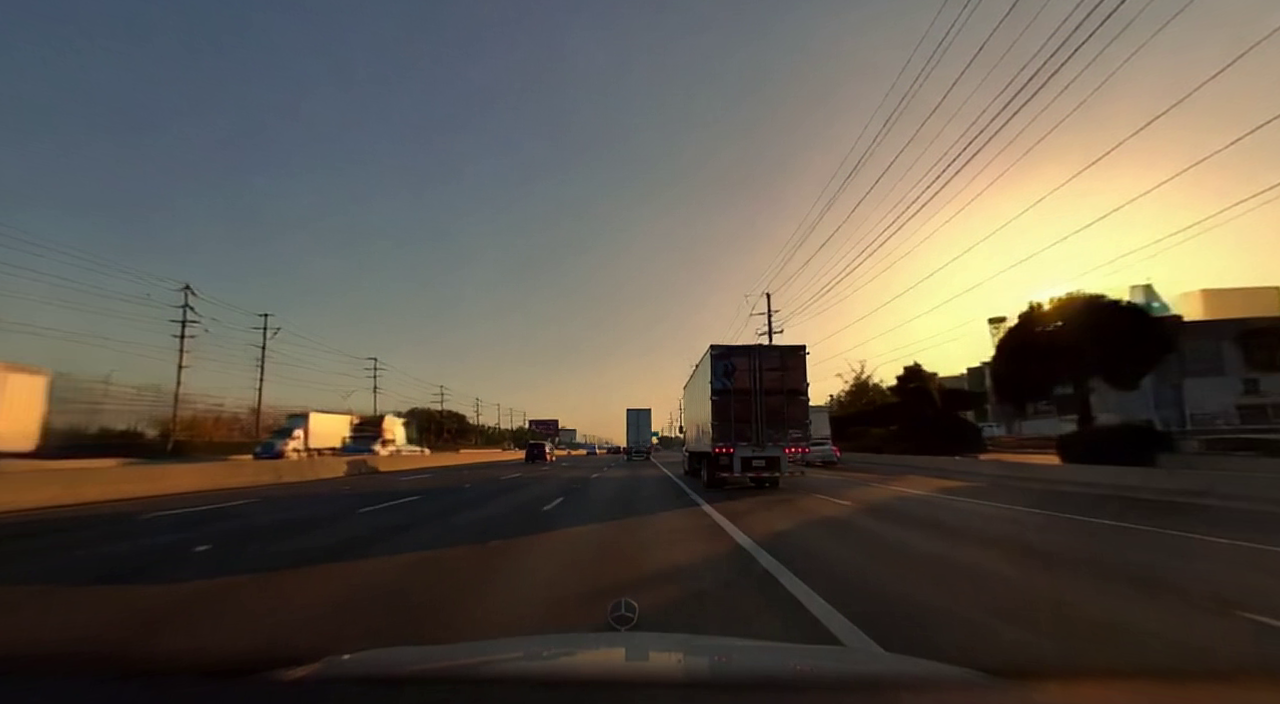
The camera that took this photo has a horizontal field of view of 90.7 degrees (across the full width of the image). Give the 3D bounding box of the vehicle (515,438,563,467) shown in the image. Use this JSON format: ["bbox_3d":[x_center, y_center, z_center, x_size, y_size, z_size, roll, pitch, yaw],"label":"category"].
[{"bbox_3d":[-7.191,7.276,45.844,2.425,1.917,5.647,0,-9,2],"label":"vehicle"}]

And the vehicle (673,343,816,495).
[{"bbox_3d":[3.274,3.059,25.692,2.892,4.152,16.575,0,-9,0],"label":"vehicle"}]

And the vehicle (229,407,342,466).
[{"bbox_3d":[-24.720,6.040,44.750,3.057,3.802,8.100,0,-9,1],"label":"vehicle"}]
